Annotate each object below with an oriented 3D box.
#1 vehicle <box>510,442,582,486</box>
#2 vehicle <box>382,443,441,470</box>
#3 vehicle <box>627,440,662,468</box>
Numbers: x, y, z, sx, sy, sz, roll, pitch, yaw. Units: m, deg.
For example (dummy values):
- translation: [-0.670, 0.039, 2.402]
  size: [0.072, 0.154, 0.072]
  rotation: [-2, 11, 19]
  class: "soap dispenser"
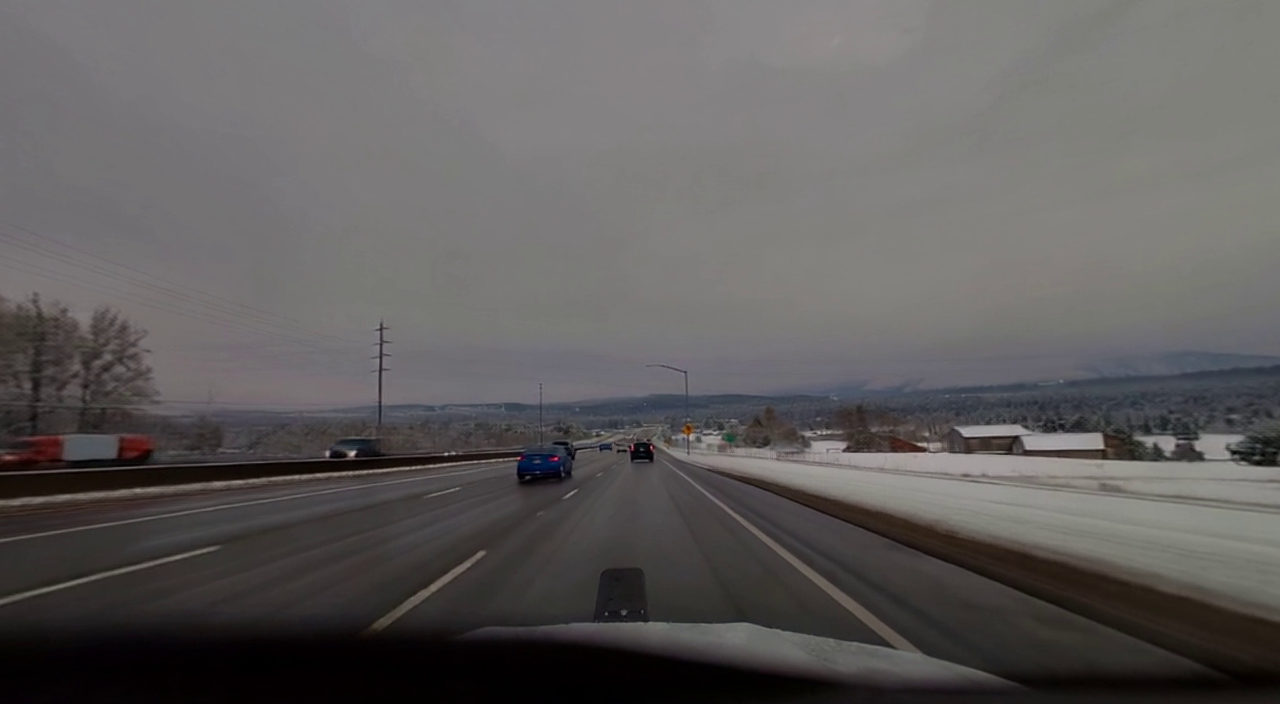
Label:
- translation: [-3.457, 4.215, 24.127]
  size: [1.967, 1.517, 4.808]
  rotation: [0, -9, 1]
  class: "vehicle"
- translation: [-14.332, 6.588, 39.883]
  size: [2.047, 1.608, 4.257]
  rotation: [0, -8, 1]
  class: "vehicle"
- translation: [0.294, 6.760, 42.104]
  size: [2.194, 1.737, 4.127]
  rotation: [0, -8, 0]
  class: "vehicle"
